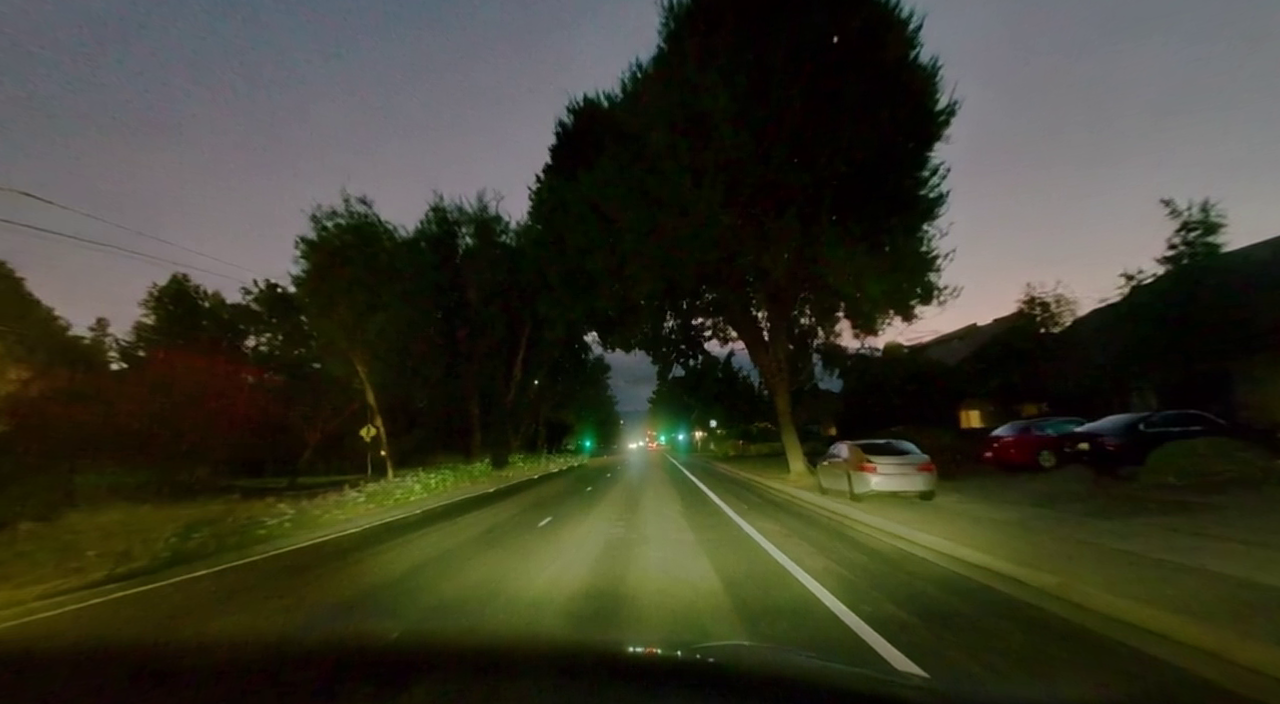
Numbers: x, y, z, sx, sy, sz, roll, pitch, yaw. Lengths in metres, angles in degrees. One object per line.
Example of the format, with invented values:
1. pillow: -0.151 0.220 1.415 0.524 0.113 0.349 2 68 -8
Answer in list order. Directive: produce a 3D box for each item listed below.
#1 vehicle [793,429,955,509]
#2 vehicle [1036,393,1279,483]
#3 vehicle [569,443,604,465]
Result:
1. vehicle: 5.094 2.616 14.539 1.995 1.546 4.474 0 -9 0
2. vehicle: 10.872 1.773 12.946 4.037 1.673 1.983 -1 -9 2
3. vehicle: -3.631 6.952 43.238 1.973 1.400 3.915 0 -9 1
